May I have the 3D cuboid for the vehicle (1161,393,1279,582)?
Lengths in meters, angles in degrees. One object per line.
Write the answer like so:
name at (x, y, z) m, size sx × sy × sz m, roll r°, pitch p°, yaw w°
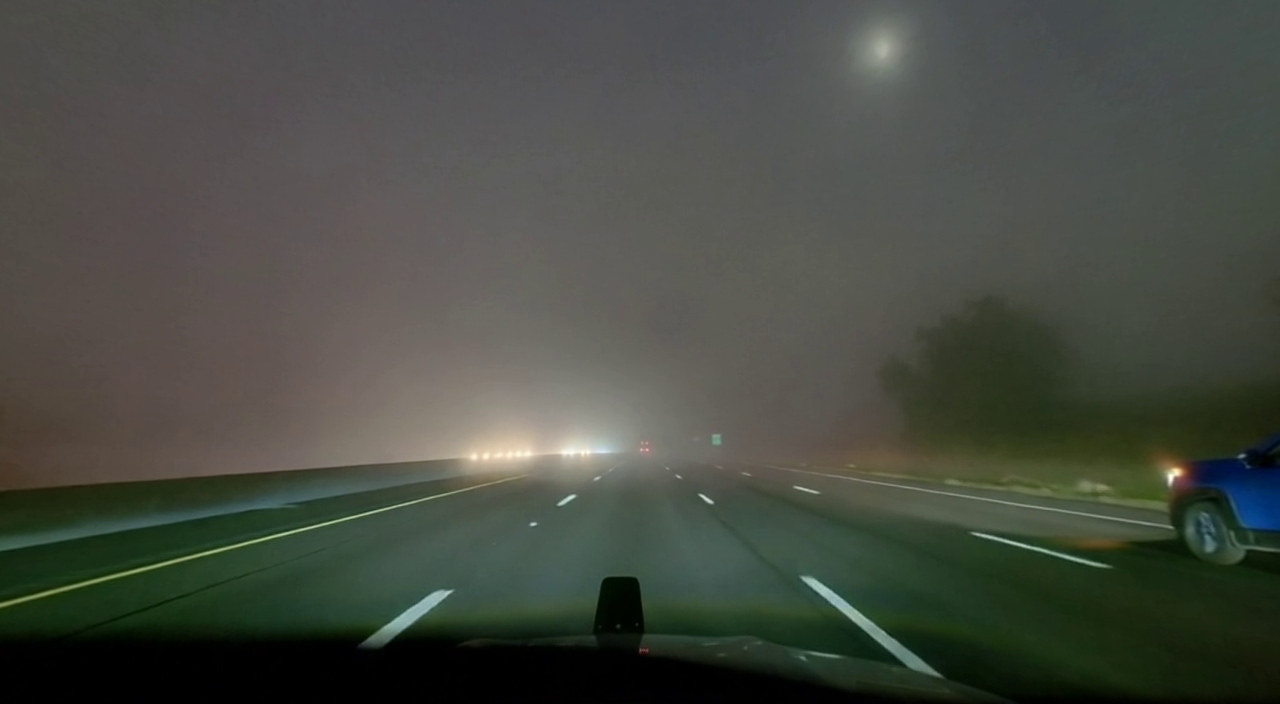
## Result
vehicle at (7.404, 1.153, 4.969) m, size 2.186 × 1.848 × 5.136 m, roll 0°, pitch -9°, yaw 1°
